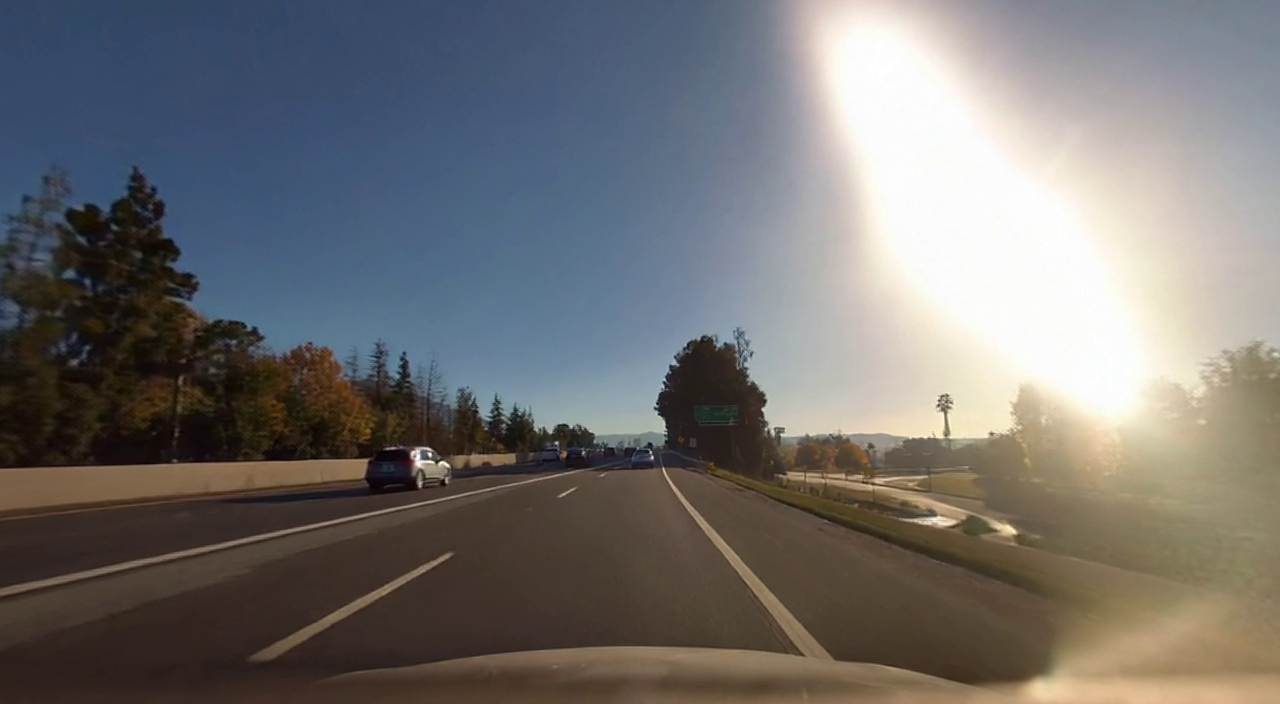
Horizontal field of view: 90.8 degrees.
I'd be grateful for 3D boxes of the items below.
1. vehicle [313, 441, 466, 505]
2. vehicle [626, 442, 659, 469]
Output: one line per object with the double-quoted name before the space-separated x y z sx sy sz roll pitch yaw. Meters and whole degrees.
"vehicle" -6.881 3.357 18.119 2.102 1.562 4.884 -1 -8 4
"vehicle" 0.260 7.265 44.579 2.179 1.742 4.396 -1 -8 2
